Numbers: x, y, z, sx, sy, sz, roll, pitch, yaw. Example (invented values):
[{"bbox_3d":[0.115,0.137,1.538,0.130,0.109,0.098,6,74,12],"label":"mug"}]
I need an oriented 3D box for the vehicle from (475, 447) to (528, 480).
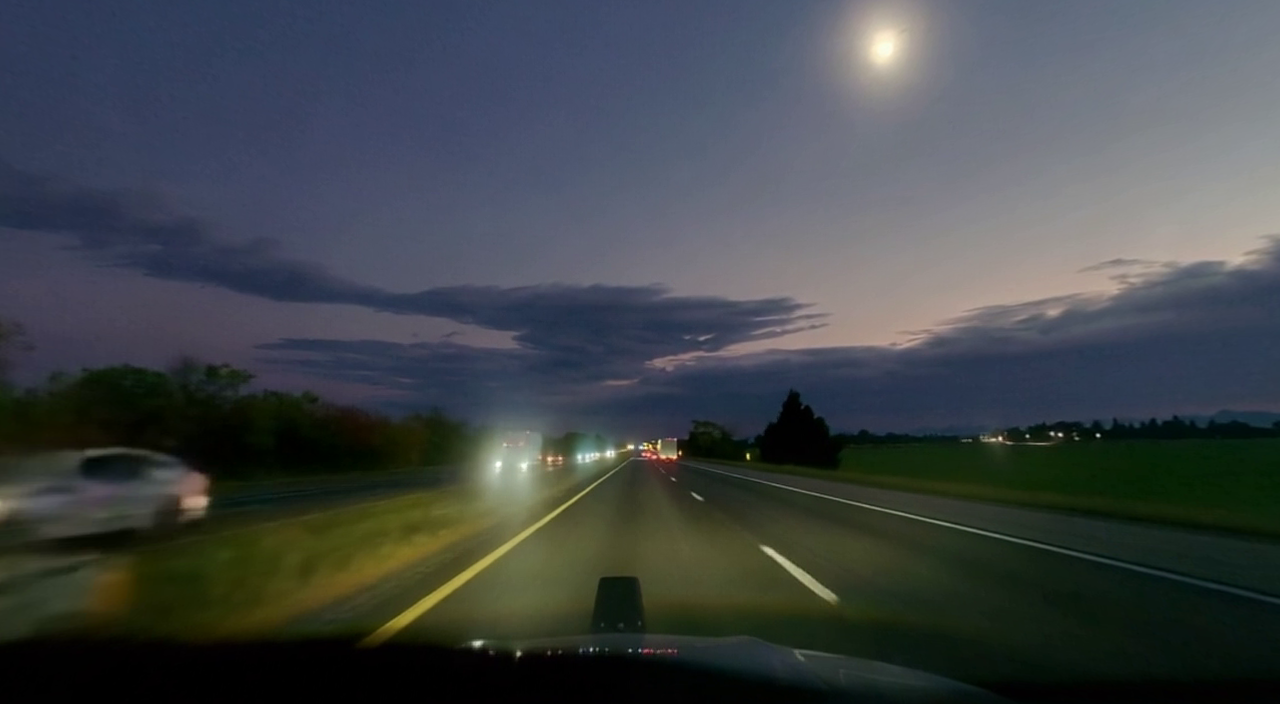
[{"bbox_3d":[-8.582,6.948,39.541,2.135,1.906,5.000,0,-9,1],"label":"vehicle"}]

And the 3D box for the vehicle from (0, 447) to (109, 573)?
[{"bbox_3d":[-8.705,1.839,7.111,1.858,1.512,4.033,0,-9,0],"label":"vehicle"}]
